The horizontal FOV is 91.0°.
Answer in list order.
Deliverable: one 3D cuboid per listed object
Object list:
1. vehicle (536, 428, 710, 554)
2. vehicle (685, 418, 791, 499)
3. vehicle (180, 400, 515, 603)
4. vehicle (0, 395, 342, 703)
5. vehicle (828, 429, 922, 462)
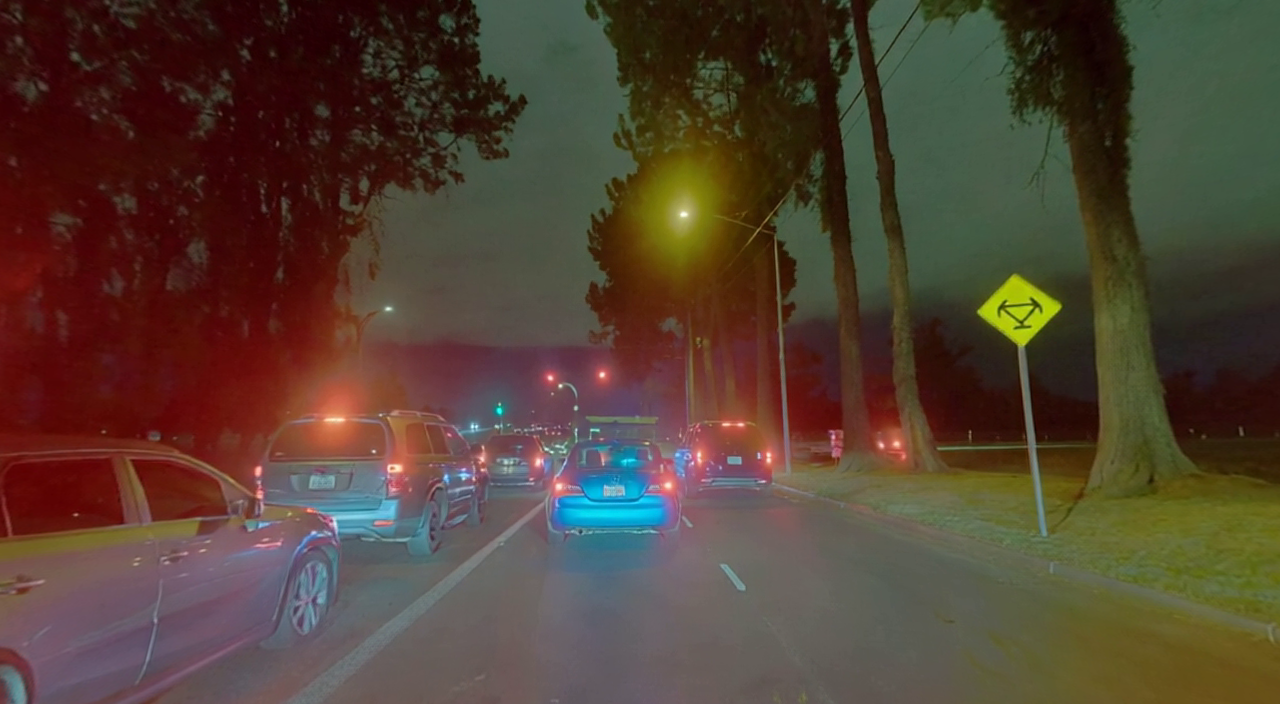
[{"bbox_3d":[-0.253,1.921,9.355,2.025,1.453,3.848,0,-8,-2],"label":"vehicle"},{"bbox_3d":[2.451,2.820,16.943,2.059,1.864,4.541,0,-8,-1],"label":"vehicle"},{"bbox_3d":[-2.898,1.575,7.458,1.964,1.712,4.097,0,-8,0],"label":"vehicle"},{"bbox_3d":[-2.923,0.839,1.625,1.974,1.484,4.716,0,-8,0],"label":"vehicle"},{"bbox_3d":[11.386,4.559,30.698,3.883,1.534,1.779,0,-8,2],"label":"vehicle"}]
